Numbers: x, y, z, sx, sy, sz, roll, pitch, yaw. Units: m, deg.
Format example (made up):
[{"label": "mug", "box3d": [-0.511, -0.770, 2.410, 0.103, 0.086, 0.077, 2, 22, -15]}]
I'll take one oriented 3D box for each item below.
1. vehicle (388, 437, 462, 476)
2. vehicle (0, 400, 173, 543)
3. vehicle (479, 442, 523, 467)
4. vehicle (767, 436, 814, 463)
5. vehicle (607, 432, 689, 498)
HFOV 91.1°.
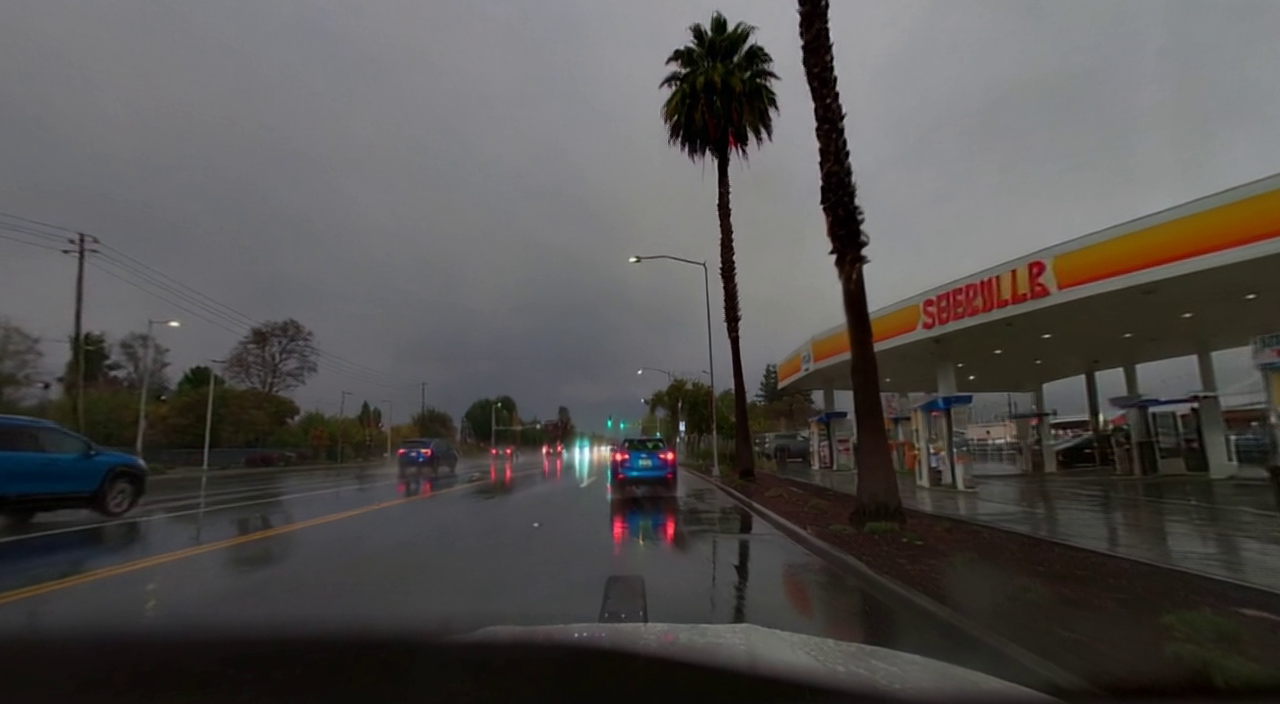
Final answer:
[{"label": "vehicle", "box3d": [-10.307, 5.052, 30.472, 1.965, 1.743, 4.327, 0, -9, 1]}, {"label": "vehicle", "box3d": [-9.890, 1.685, 8.962, 2.269, 1.934, 5.350, 0, -9, 0]}, {"label": "vehicle", "box3d": [-10.214, 7.565, 46.517, 1.998, 1.731, 4.952, 0, -9, 1]}, {"label": "vehicle", "box3d": [8.517, 5.475, 35.280, 1.837, 1.416, 3.947, -4, -9, 23]}, {"label": "vehicle", "box3d": [0.256, 3.242, 18.342, 2.121, 1.710, 3.893, 0, -9, 1]}]
